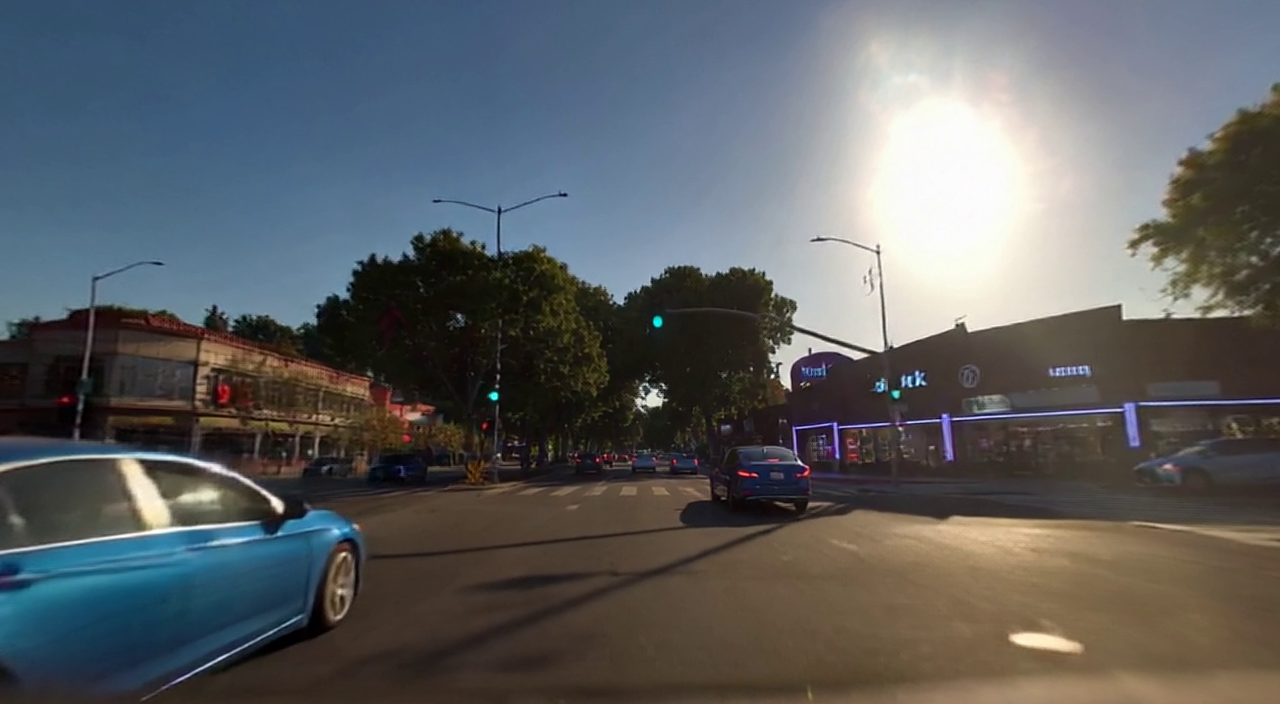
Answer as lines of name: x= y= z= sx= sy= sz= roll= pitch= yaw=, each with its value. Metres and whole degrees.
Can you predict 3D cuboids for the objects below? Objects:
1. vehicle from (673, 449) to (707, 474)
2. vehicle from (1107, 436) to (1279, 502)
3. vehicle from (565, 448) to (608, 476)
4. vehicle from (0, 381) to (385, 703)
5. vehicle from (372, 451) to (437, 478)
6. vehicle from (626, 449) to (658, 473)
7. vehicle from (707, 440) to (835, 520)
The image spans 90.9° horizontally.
vehicle: x=3.411 y=7.562 z=43.749 sx=1.931 sy=1.552 sz=4.125 roll=0 pitch=-8 yaw=-1
vehicle: x=16.092 y=3.156 z=17.324 sx=4.637 sy=1.654 sz=2.277 roll=0 pitch=-8 yaw=-1
vehicle: x=-3.106 y=6.428 z=37.113 sx=2.040 sy=1.471 sz=4.211 roll=-1 pitch=-8 yaw=2
vehicle: x=-3.006 y=0.968 z=2.257 sx=2.032 sy=1.639 sz=5.037 roll=0 pitch=-8 yaw=1
vehicle: x=-14.361 y=6.855 z=38.742 sx=2.119 sy=1.477 sz=4.548 roll=-1 pitch=-8 yaw=1
vehicle: x=0.093 y=7.286 z=42.267 sx=2.070 sy=1.460 sz=4.118 roll=0 pitch=-8 yaw=-1
vehicle: x=2.769 y=2.790 z=14.354 sx=1.946 sy=1.513 sz=4.133 roll=0 pitch=-8 yaw=-1
